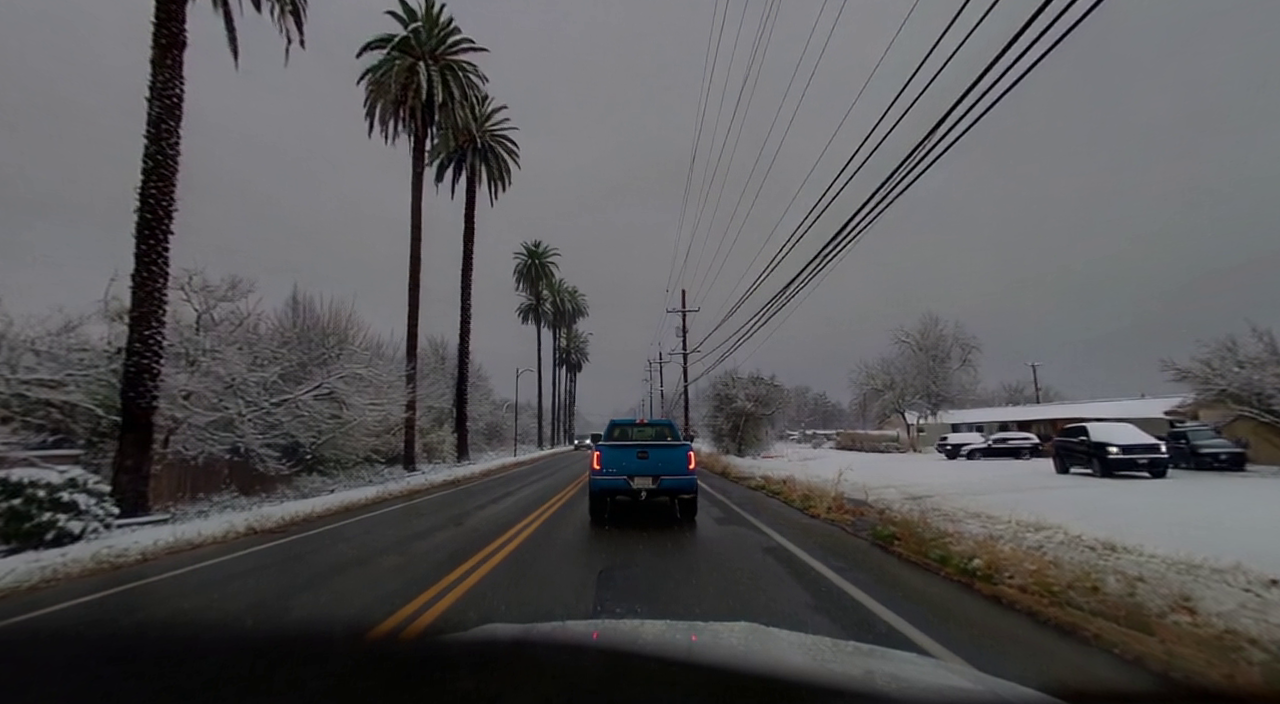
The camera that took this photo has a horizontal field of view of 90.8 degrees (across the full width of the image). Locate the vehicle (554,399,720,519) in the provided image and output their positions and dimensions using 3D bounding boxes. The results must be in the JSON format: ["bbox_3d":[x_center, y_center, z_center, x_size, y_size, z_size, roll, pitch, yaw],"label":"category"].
[{"bbox_3d":[-0.062,2.285,13.888,2.848,2.047,5.885,0,-8,0],"label":"vehicle"}]

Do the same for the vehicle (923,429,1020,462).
[{"bbox_3d":[20.391,5.832,39.263,2.277,1.836,6.267,-1,-9,-4],"label":"vehicle"}]

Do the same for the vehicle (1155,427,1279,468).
[{"bbox_3d":[24.474,4.019,26.396,4.314,1.553,1.948,0,-11,-7],"label":"vehicle"}]

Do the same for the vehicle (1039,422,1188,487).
[{"bbox_3d":[16.009,3.504,21.897,2.338,1.917,6.076,-4,-9,20],"label":"vehicle"}]
